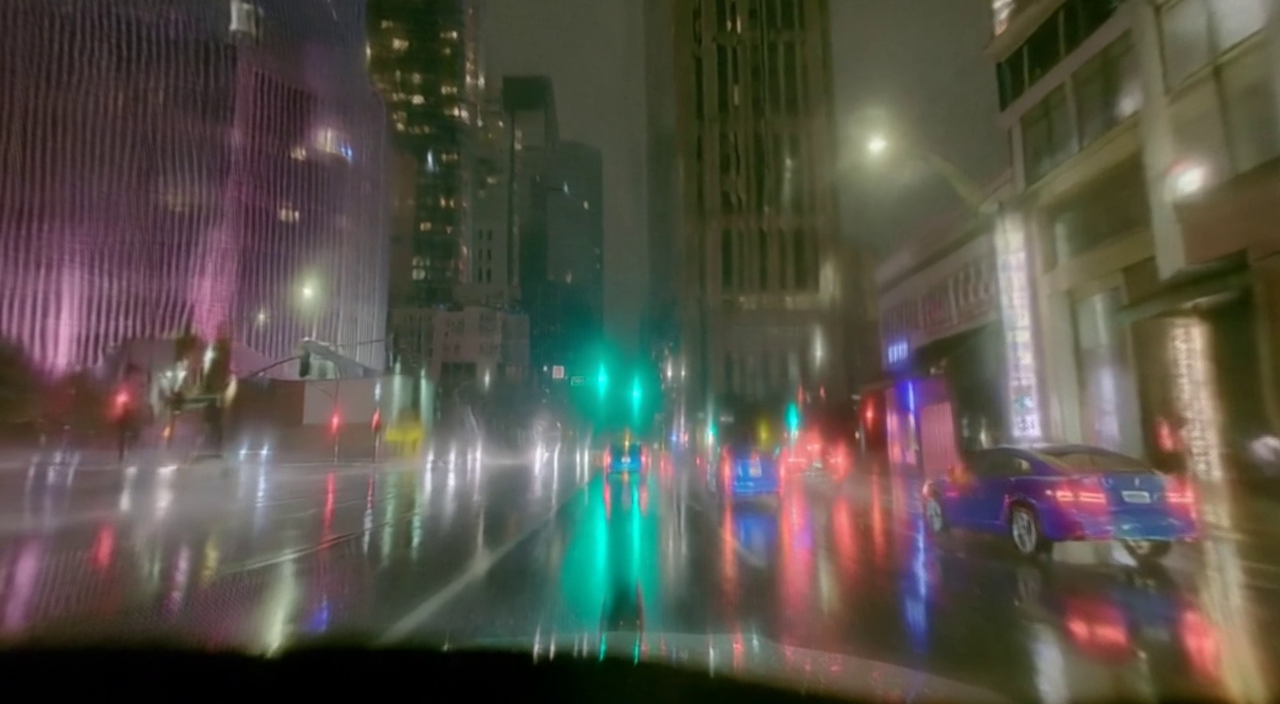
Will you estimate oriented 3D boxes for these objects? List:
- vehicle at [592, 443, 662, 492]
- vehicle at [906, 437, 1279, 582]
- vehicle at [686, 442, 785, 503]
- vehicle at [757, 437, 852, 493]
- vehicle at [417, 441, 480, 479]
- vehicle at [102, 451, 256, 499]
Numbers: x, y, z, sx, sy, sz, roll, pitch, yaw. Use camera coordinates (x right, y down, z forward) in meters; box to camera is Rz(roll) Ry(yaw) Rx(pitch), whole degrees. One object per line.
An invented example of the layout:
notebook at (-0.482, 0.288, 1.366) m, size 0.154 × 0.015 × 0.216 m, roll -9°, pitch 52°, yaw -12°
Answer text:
vehicle at (-0.441, 3.806, 21.163) m, size 2.096 × 1.457 × 4.160 m, roll 0°, pitch -9°, yaw -2°
vehicle at (5.798, 1.988, 8.949) m, size 1.914 × 1.484 × 4.639 m, roll 0°, pitch -9°, yaw -2°
vehicle at (2.526, 3.313, 17.873) m, size 1.987 × 1.484 × 4.427 m, roll 0°, pitch -9°, yaw -2°
vehicle at (5.679, 3.953, 22.428) m, size 2.015 × 1.745 × 4.444 m, roll 0°, pitch -9°, yaw -2°
vehicle at (-9.680, 5.462, 32.269) m, size 1.827 × 1.787 × 4.474 m, roll 0°, pitch -9°, yaw -1°
vehicle at (-15.958, 4.243, 22.266) m, size 2.017 × 1.460 × 4.556 m, roll 0°, pitch -9°, yaw -1°
